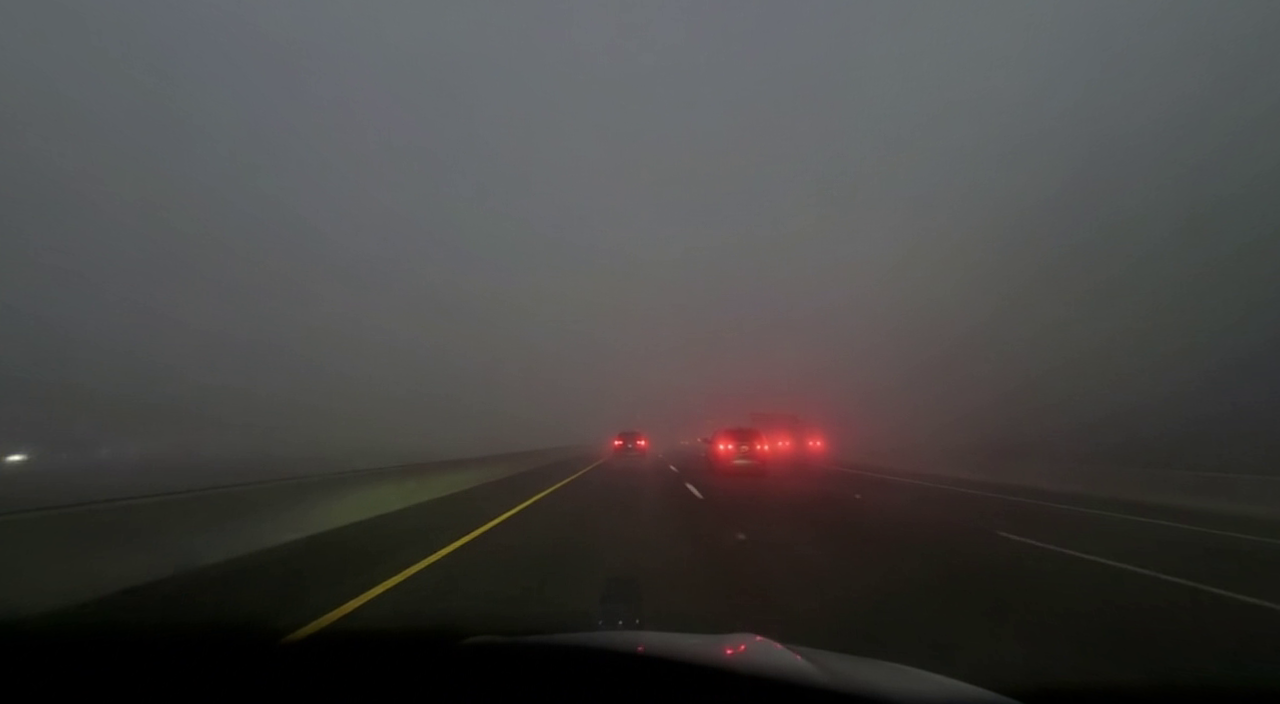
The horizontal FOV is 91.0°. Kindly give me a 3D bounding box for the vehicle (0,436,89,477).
[{"bbox_3d":[-29.448,4.907,29.815,2.106,1.801,5.016,0,-9,1],"label":"vehicle"}]

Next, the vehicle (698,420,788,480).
[{"bbox_3d":[3.370,3.360,21.692,2.269,1.839,4.554,1,-9,-1],"label":"vehicle"}]

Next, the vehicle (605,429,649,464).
[{"bbox_3d":[-0.616,4.896,32.501,2.142,1.664,4.076,0,-9,0],"label":"vehicle"}]
